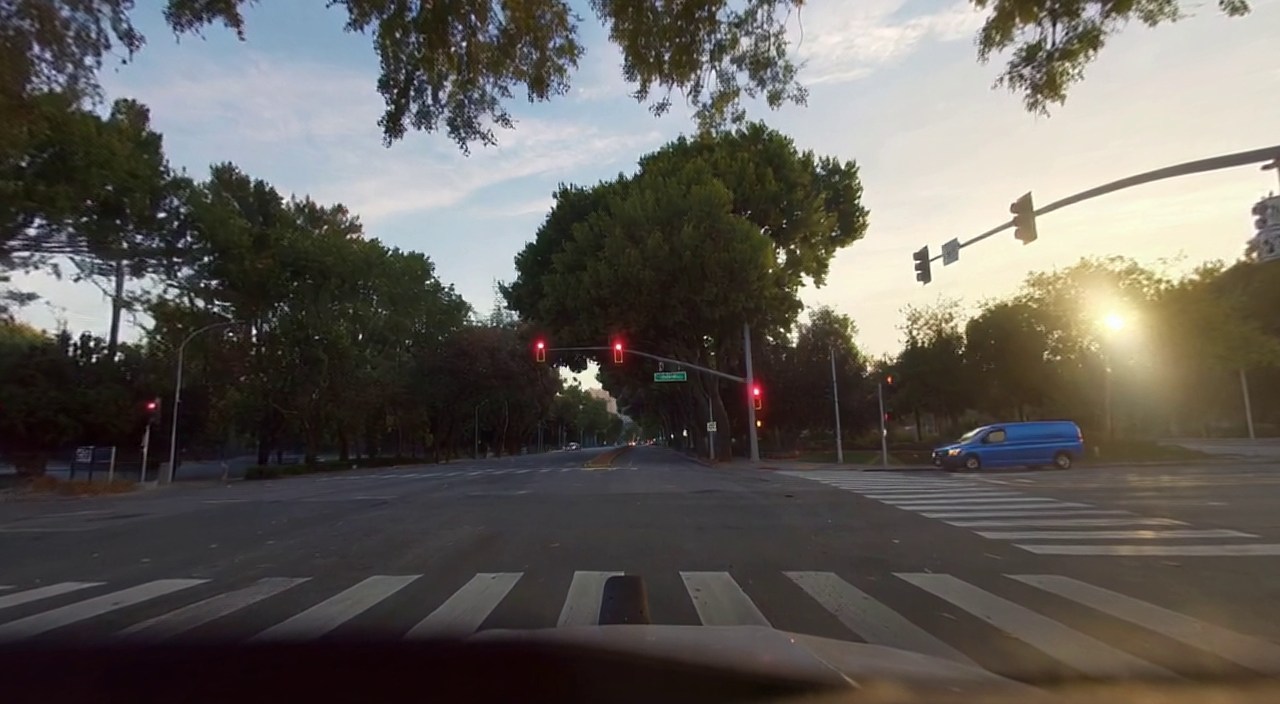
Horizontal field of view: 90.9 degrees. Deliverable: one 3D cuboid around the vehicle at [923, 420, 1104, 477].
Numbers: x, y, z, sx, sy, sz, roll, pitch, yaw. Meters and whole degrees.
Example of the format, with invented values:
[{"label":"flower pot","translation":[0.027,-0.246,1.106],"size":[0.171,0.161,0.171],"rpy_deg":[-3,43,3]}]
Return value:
[{"label":"vehicle","translation":[12.433,3.241,21.227],"size":[4.790,1.798,1.909],"rpy_deg":[0,-8,1]}]
